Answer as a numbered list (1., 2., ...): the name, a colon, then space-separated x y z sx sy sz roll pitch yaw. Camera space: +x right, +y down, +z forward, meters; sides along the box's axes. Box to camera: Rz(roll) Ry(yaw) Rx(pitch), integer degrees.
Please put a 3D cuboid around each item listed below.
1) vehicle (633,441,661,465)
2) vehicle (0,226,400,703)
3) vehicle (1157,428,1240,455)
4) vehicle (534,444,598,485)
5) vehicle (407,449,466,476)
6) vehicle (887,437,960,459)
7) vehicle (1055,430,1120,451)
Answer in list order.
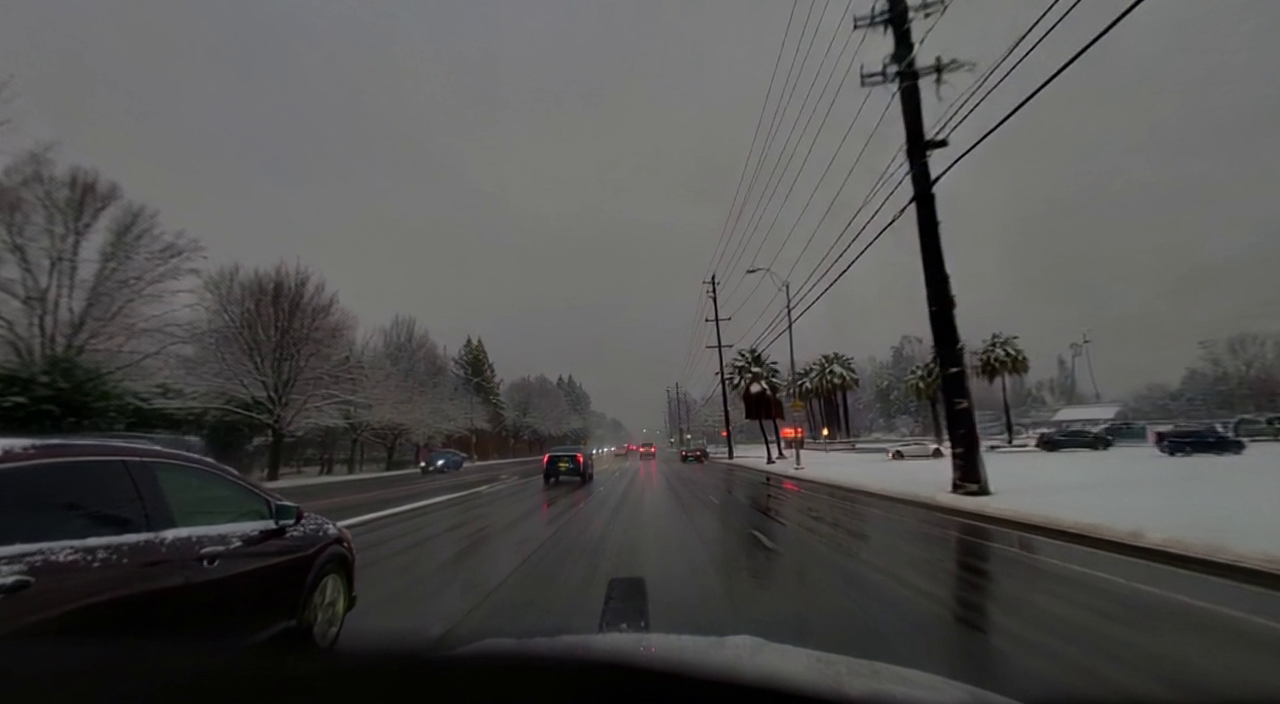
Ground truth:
1. vehicle: 0.547 7.905 49.339 2.155 1.781 3.977 0 -9 0
2. vehicle: -3.090 0.642 2.012 2.381 1.961 5.563 0 -9 1
3. vehicle: 34.082 5.488 38.449 4.290 1.547 1.899 3 -9 -21
4. vehicle: -2.778 4.346 24.696 1.982 1.451 4.152 0 -9 0
5. vehicle: -12.464 6.766 38.868 2.089 1.489 4.426 0 -9 1
6. vehicle: 21.092 7.168 47.054 4.392 1.535 2.131 0 -9 0
7. vehicle: 34.375 6.829 48.396 4.632 1.533 2.015 4 -10 -27
